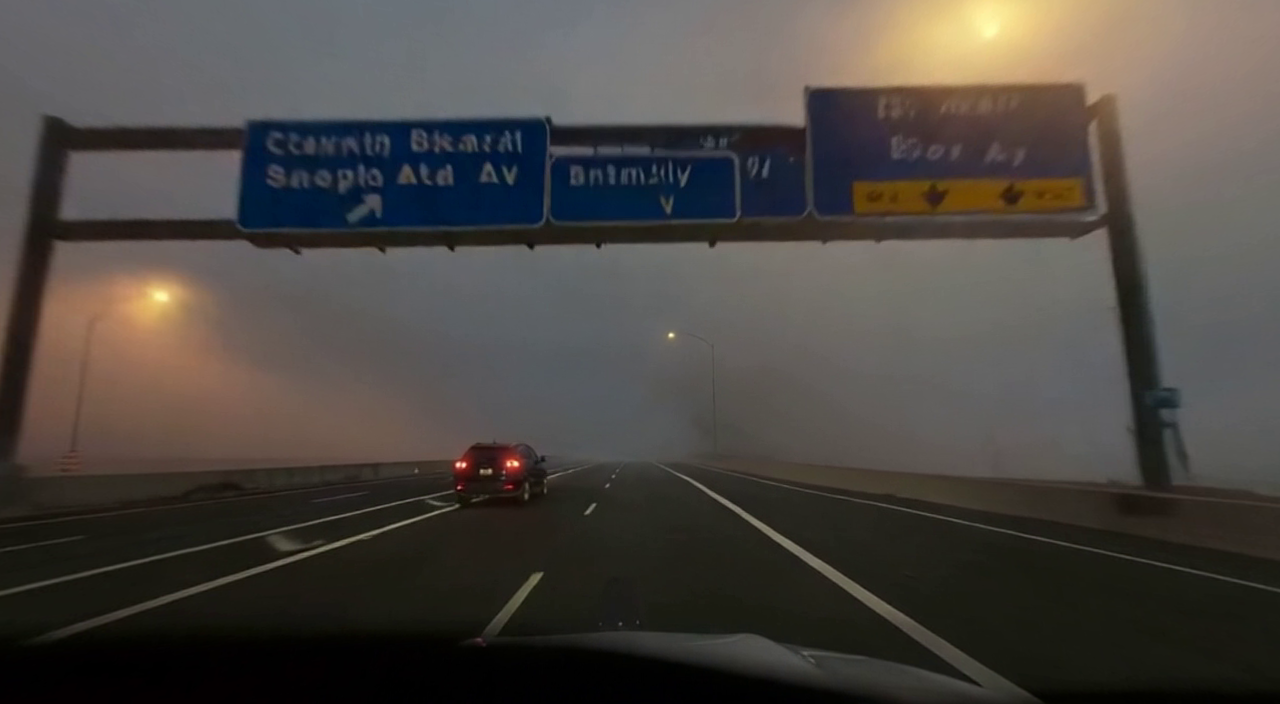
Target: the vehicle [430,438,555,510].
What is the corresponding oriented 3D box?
[{"bbox_3d":[-3.577,3.075,16.403,2.069,1.560,5.018,0,-9,0],"label":"vehicle"}]
